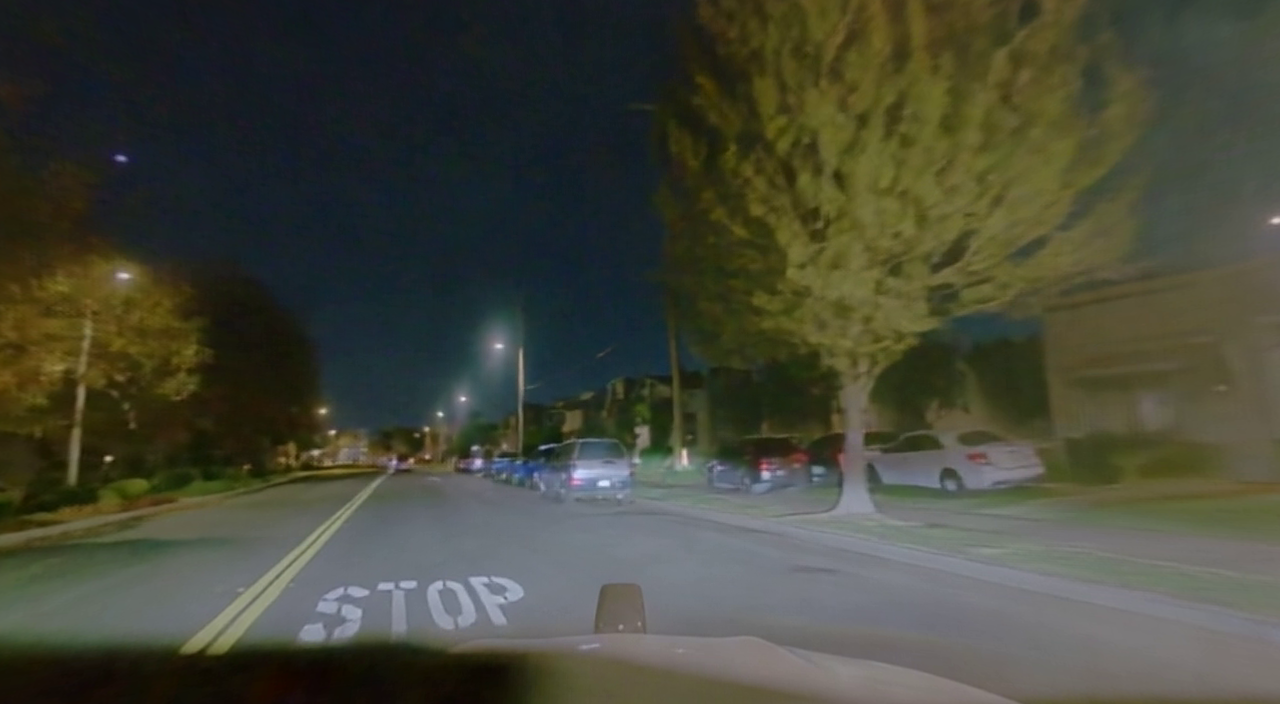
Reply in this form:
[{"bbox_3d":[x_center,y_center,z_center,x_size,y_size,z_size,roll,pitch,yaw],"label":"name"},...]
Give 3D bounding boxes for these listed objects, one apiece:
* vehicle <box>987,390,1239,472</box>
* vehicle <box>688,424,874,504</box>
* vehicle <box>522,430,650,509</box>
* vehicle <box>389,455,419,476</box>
[{"bbox_3d":[21.683,3.845,29.893,2.928,3.230,9.384,2,-9,-18],"label":"vehicle"},{"bbox_3d":[3.854,3.153,18.720,2.282,1.893,6.027,1,-7,-23],"label":"vehicle"},{"bbox_3d":[-1.871,3.424,19.048,2.292,1.974,5.853,3,-9,-21],"label":"vehicle"},{"bbox_3d":[-18.741,8.930,49.731,2.010,1.499,4.107,3,-9,-23],"label":"vehicle"}]
